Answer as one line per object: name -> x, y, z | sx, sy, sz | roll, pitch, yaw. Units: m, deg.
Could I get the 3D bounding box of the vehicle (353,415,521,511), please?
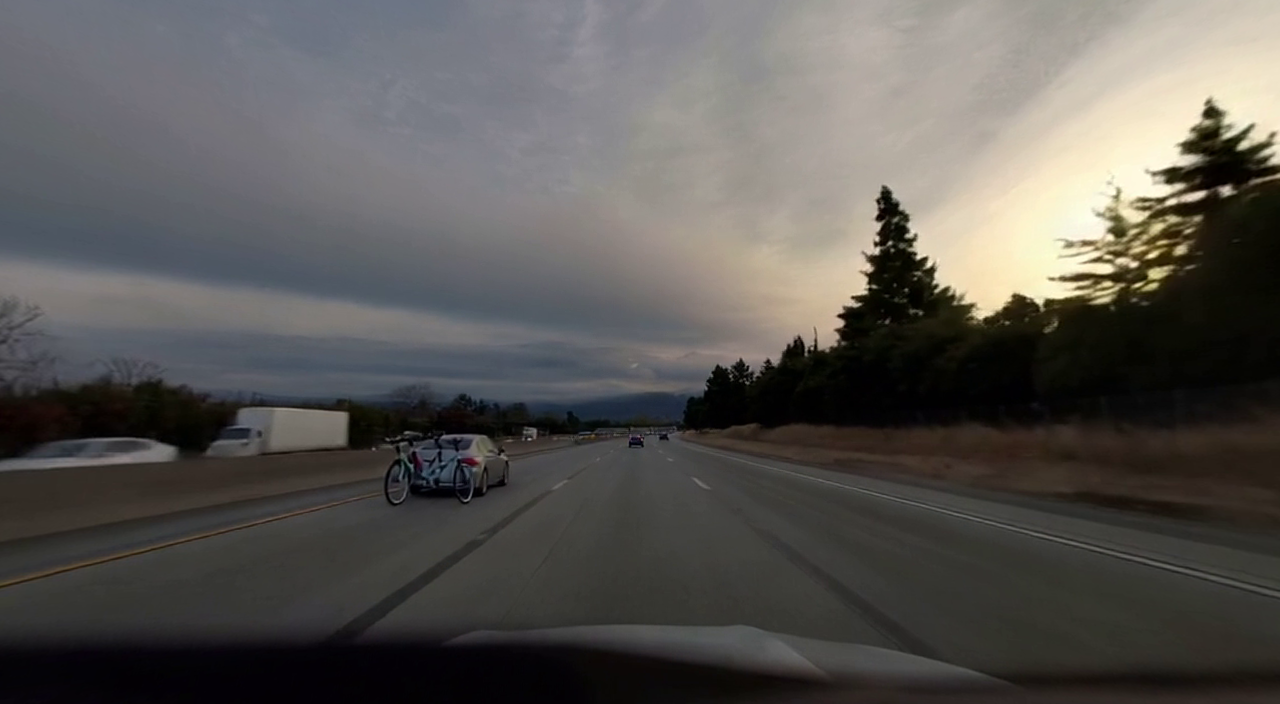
vehicle -> -3.948, 2.221, 13.188 | 2.064, 1.647, 4.381 | 0, -8, 0

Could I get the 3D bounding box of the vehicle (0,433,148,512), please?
vehicle -> -12.956, 2.428, 13.057 | 1.900, 1.462, 4.525 | 0, -8, -1
